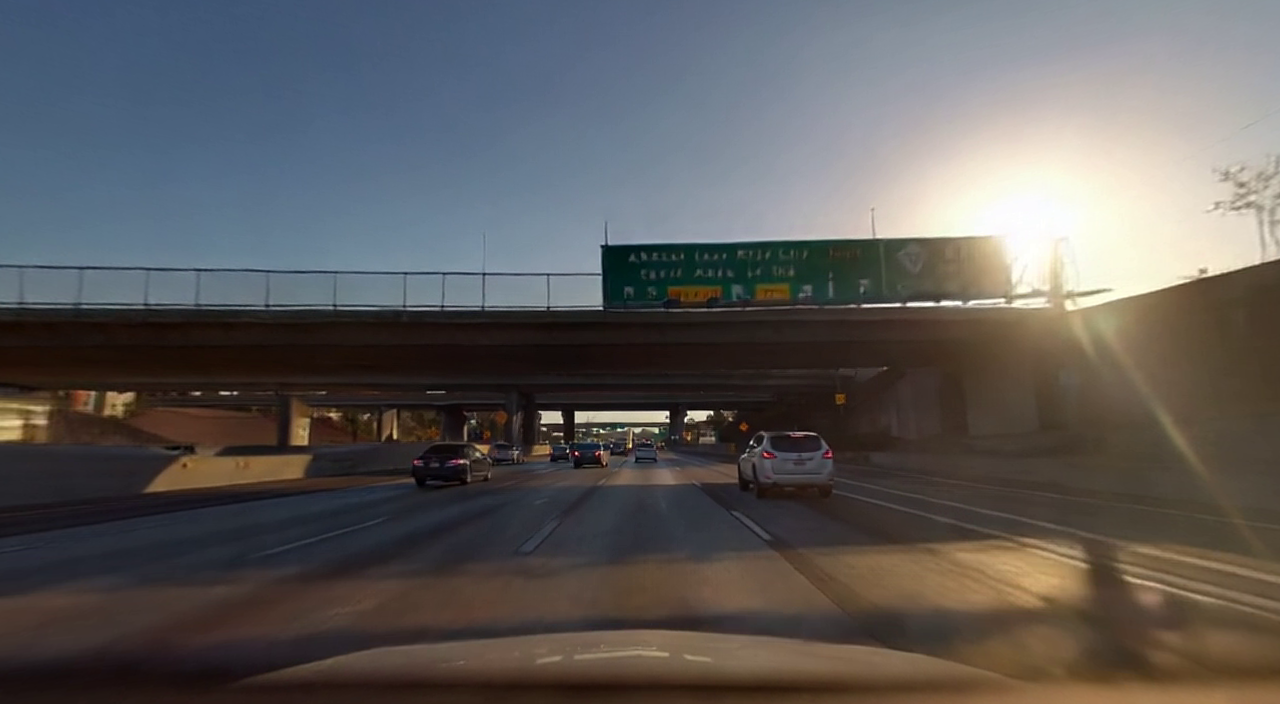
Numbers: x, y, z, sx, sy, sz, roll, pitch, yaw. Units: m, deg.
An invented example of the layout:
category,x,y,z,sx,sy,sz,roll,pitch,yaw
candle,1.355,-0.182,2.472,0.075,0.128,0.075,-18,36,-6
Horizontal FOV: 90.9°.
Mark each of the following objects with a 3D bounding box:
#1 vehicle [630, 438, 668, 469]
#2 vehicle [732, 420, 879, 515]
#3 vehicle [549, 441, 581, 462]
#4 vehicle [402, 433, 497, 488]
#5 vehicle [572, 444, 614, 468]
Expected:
category,x,y,z,sx,sy,sz,roll,pitch,yaw
vehicle,0.542,5.947,37.165,2.133,1.739,3.925,0,-8,1
vehicle,3.565,2.586,14.644,2.083,1.823,4.627,0,-8,-1
vehicle,-5.896,7.883,49.998,1.992,1.604,3.966,0,-8,0
vehicle,-6.465,3.708,21.882,1.946,1.688,4.019,0,-8,1
vehicle,-2.857,6.506,39.617,2.205,1.406,4.286,0,-8,1
